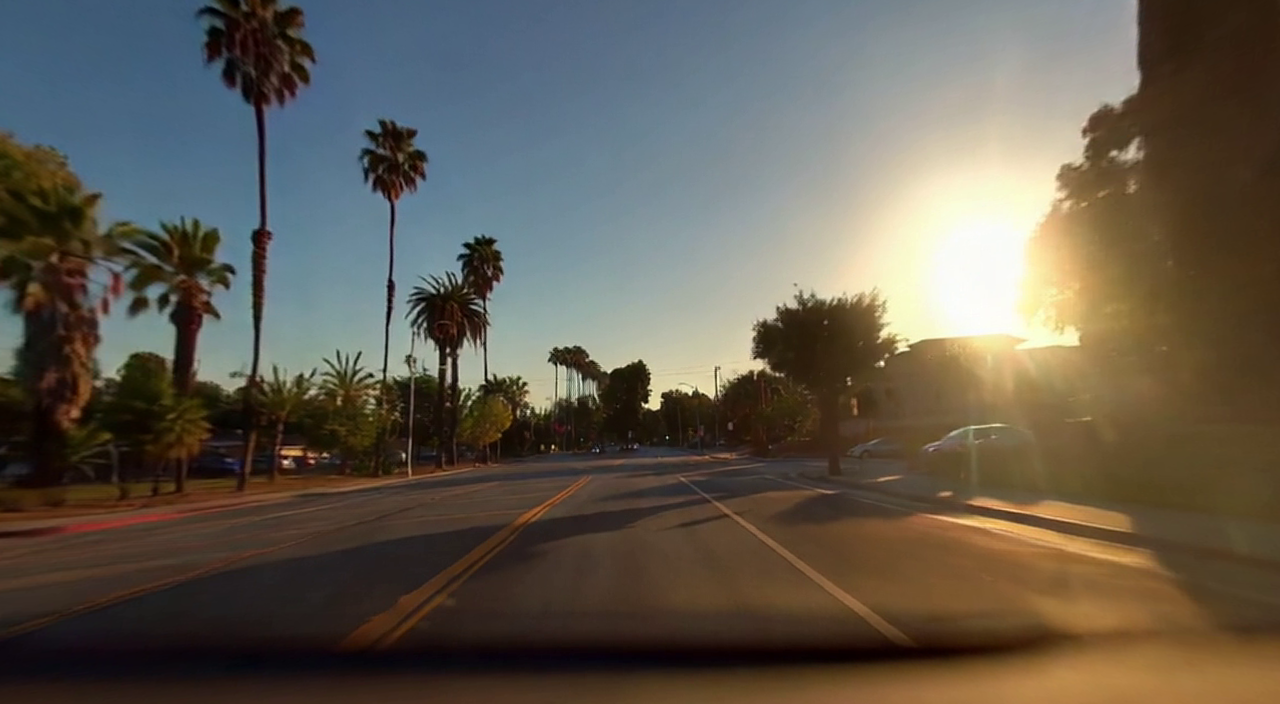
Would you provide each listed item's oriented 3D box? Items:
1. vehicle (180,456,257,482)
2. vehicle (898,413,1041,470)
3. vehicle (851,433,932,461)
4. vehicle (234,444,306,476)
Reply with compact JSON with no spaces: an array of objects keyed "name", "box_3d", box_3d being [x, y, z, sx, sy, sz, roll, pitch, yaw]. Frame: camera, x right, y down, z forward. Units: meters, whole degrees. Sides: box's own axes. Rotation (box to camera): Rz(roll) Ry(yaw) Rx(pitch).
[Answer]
[{"name":"vehicle","box_3d":[-25.979,7.156,38.898,4.452,1.466,1.910,-4,-10,27]},{"name":"vehicle","box_3d":[12.820,3.507,24.615,4.963,2.031,2.132,4,-9,-23]},{"name":"vehicle","box_3d":[16.330,6.204,41.220,4.296,1.701,2.255,0,-8,-1]},{"name":"vehicle","box_3d":[-26.252,7.618,44.799,4.714,1.999,2.272,-4,-8,31]}]
